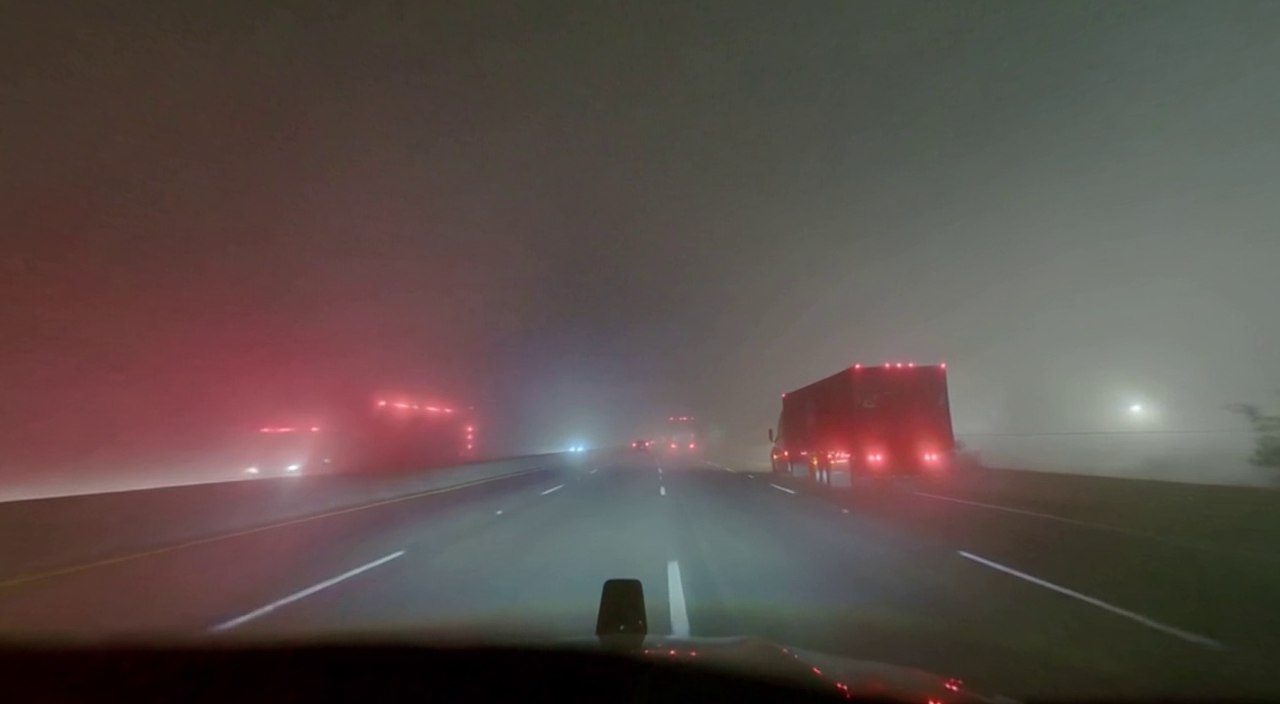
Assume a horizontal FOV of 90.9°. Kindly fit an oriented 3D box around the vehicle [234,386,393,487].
[{"bbox_3d":[-14.795,3.980,29.533,3.082,4.101,7.563,0,-8,2],"label":"vehicle"}]
